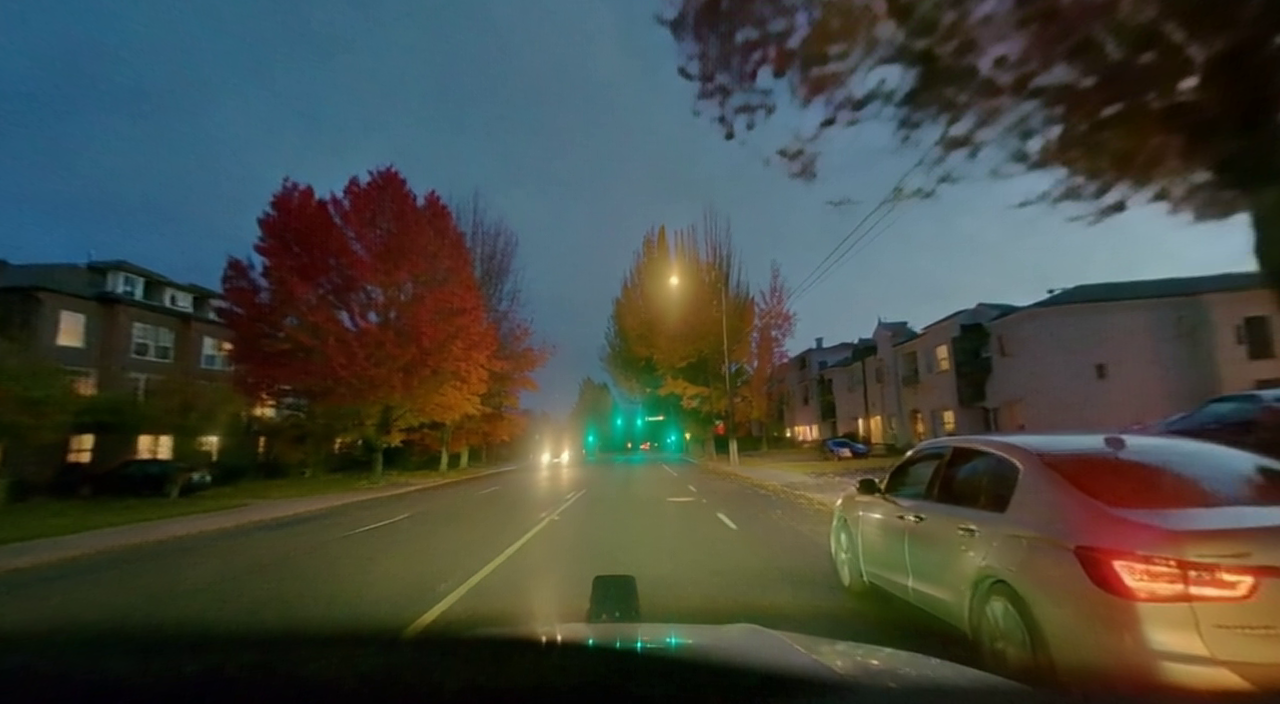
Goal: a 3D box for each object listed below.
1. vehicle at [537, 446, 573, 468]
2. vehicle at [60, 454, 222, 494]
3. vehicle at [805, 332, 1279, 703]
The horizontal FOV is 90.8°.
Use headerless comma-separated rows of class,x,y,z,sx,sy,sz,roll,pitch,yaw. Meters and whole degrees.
vehicle,-6.327,7.850,47.595,2.031,1.521,4.538,0,-8,1
vehicle,-19.469,4.774,24.843,4.610,1.463,1.841,1,-9,-6
vehicle,3.018,1.173,4.642,2.224,1.791,4.834,0,-8,-1
